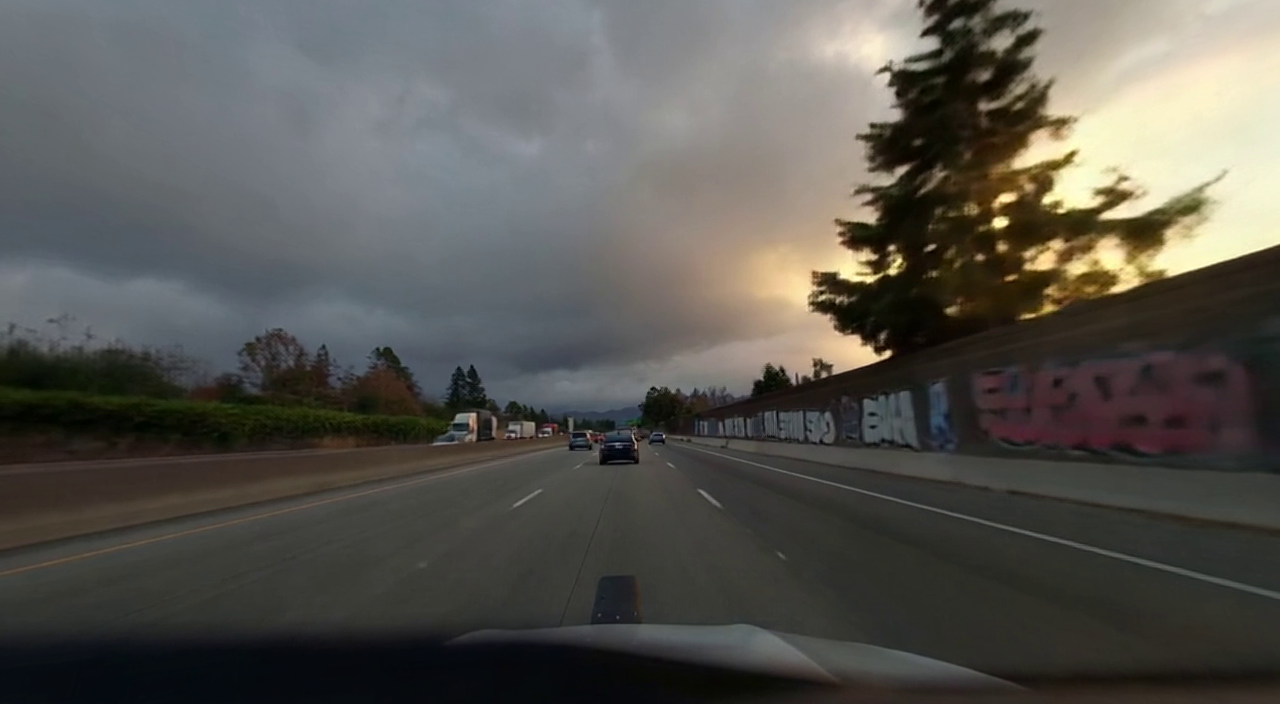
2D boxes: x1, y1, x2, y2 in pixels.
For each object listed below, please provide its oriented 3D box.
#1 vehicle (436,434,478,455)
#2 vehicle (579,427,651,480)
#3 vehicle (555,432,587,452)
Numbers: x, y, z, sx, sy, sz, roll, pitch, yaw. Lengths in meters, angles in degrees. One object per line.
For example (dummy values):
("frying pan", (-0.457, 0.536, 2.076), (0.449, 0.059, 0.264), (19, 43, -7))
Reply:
("vehicle", (-13.098, 6.638, 45.336), (1.845, 1.450, 4.126), (0, -8, -1))
("vehicle", (-0.739, 3.137, 19.784), (2.044, 1.477, 3.693), (0, -8, -1))
("vehicle", (-5.188, 6.831, 47.969), (2.022, 1.440, 4.491), (0, -8, -1))
